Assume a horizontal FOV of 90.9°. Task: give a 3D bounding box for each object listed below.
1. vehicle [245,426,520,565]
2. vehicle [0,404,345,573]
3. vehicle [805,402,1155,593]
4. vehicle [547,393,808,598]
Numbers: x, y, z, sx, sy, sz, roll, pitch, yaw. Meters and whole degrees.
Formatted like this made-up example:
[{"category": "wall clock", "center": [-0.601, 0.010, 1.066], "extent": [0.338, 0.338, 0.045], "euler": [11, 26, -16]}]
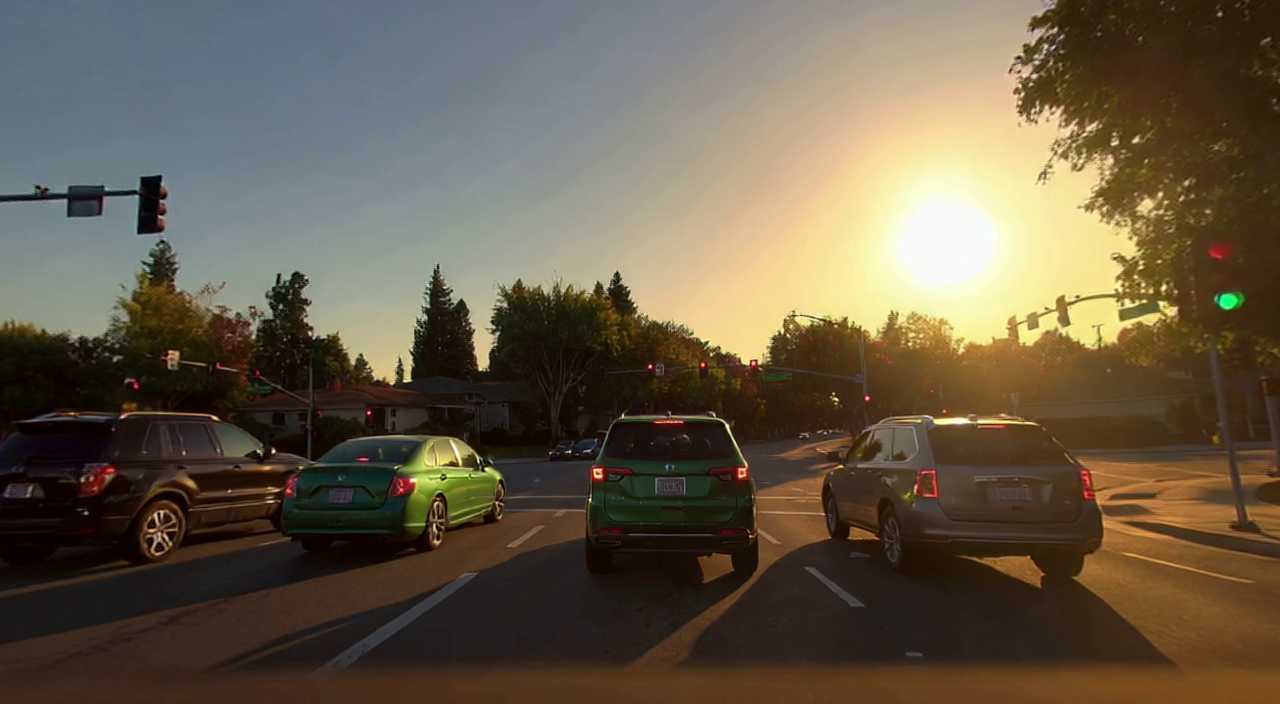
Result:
[{"category": "vehicle", "center": [-3.237, 1.883, 9.094], "extent": [1.885, 1.475, 4.359], "euler": [-1, -8, 4]}, {"category": "vehicle", "center": [-6.628, 1.822, 9.256], "extent": [2.075, 1.796, 4.785], "euler": [0, -8, 2]}, {"category": "vehicle", "center": [3.526, 1.587, 7.745], "extent": [2.047, 1.638, 4.395], "euler": [-1, -8, 4]}, {"category": "vehicle", "center": [0.393, 1.518, 7.492], "extent": [2.198, 1.708, 4.170], "euler": [0, -8, 2]}]
